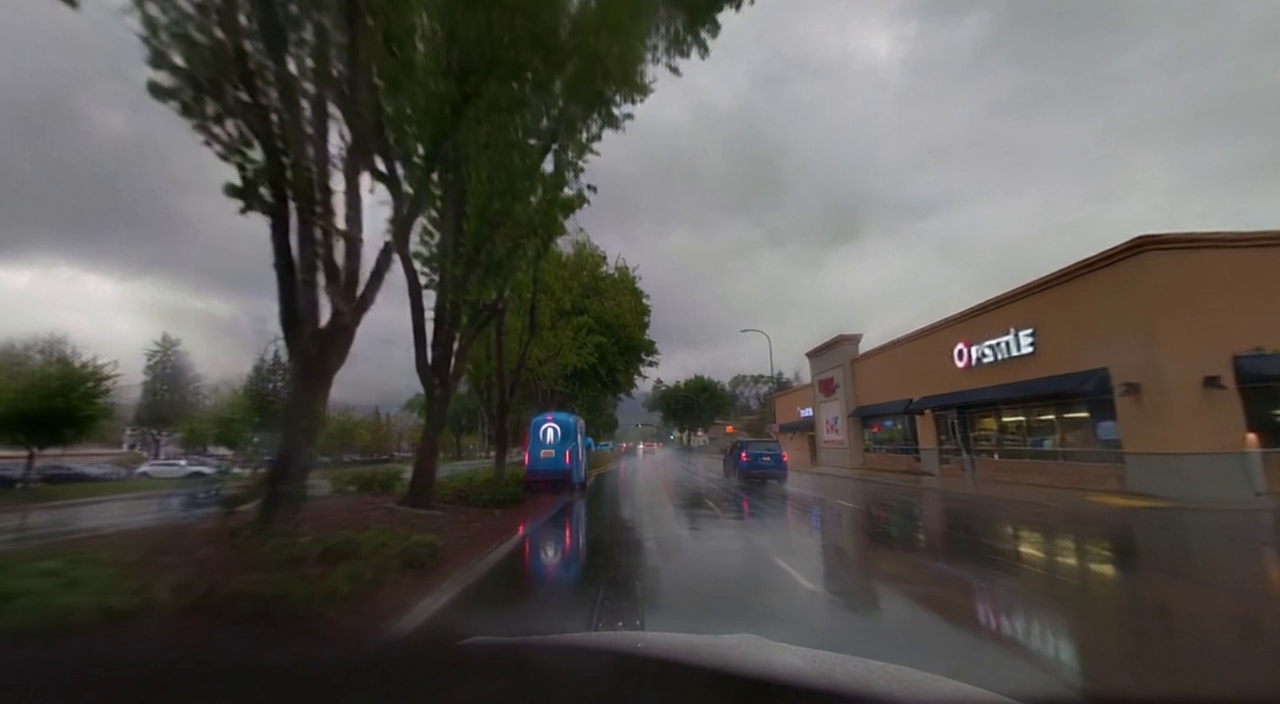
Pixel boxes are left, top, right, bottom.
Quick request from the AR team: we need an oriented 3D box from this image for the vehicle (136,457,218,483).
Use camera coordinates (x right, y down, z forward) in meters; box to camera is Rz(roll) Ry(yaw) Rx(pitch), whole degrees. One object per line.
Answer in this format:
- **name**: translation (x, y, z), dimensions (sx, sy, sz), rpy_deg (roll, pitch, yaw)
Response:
- **vehicle**: translation (-31.517, 8.039, 43.132), dimensions (4.225, 1.449, 1.819), rpy_deg (1, -9, -27)

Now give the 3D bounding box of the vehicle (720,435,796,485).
- **vehicle**: translation (4.256, 3.976, 23.486), dimensions (1.869, 1.646, 4.166), rpy_deg (0, -9, -2)

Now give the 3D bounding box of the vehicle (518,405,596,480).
- **vehicle**: translation (-3.333, 3.845, 26.680), dimensions (2.443, 2.784, 5.862), rpy_deg (0, -9, 0)
